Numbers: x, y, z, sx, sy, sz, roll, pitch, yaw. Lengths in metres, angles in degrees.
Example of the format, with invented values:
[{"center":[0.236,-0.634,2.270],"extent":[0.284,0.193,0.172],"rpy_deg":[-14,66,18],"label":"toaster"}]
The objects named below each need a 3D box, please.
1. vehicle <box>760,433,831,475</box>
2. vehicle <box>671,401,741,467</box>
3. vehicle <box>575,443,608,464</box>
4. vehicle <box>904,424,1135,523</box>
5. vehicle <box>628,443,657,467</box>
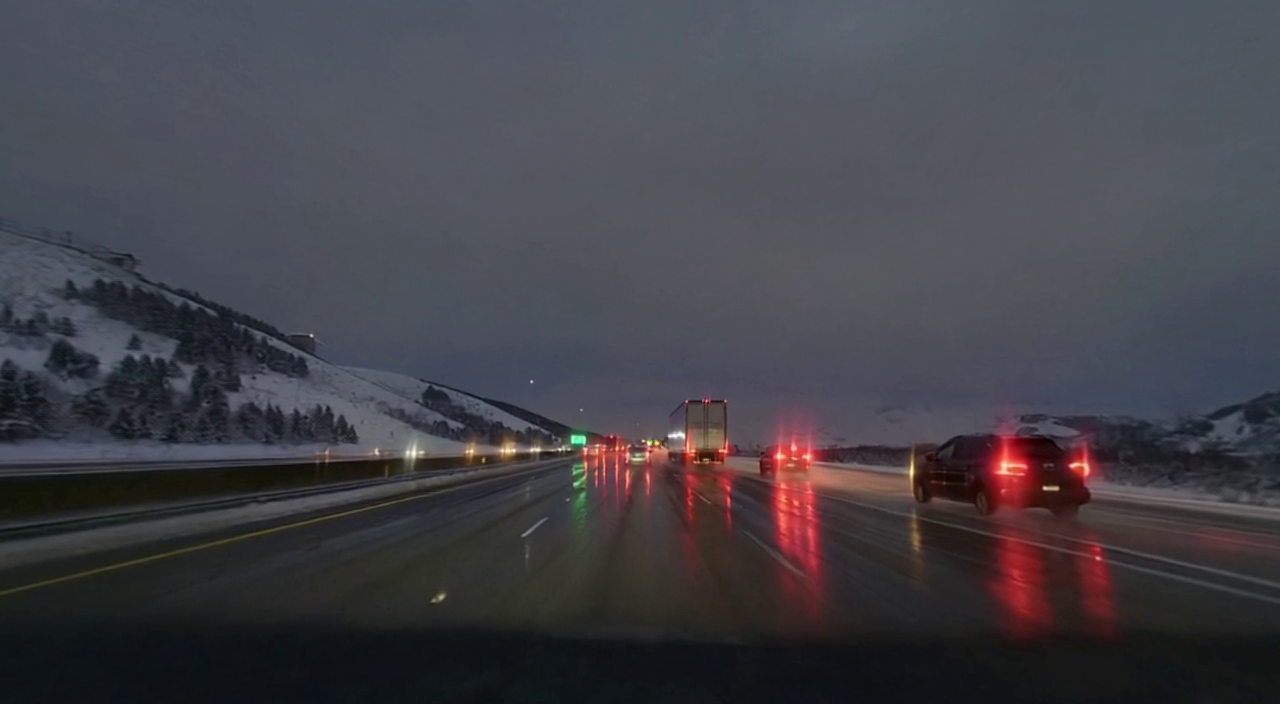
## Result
[{"center":[7.233,4.811,29.886],"extent":[2.143,1.775,4.729],"rpy_deg":[0,-9,0],"label":"vehicle"},{"center":[3.918,5.349,40.286],"extent":[3.130,3.607,11.129],"rpy_deg":[0,-9,-1],"label":"vehicle"},{"center":[-3.713,7.881,48.900],"extent":[2.132,1.506,4.256],"rpy_deg":[0,-9,0],"label":"vehicle"},{"center":[7.457,2.417,13.072],"extent":[2.044,1.676,4.421],"rpy_deg":[0,-9,0],"label":"vehicle"},{"center":[0.132,6.921,42.493],"extent":[1.866,1.492,3.932],"rpy_deg":[0,-9,-1],"label":"vehicle"}]
